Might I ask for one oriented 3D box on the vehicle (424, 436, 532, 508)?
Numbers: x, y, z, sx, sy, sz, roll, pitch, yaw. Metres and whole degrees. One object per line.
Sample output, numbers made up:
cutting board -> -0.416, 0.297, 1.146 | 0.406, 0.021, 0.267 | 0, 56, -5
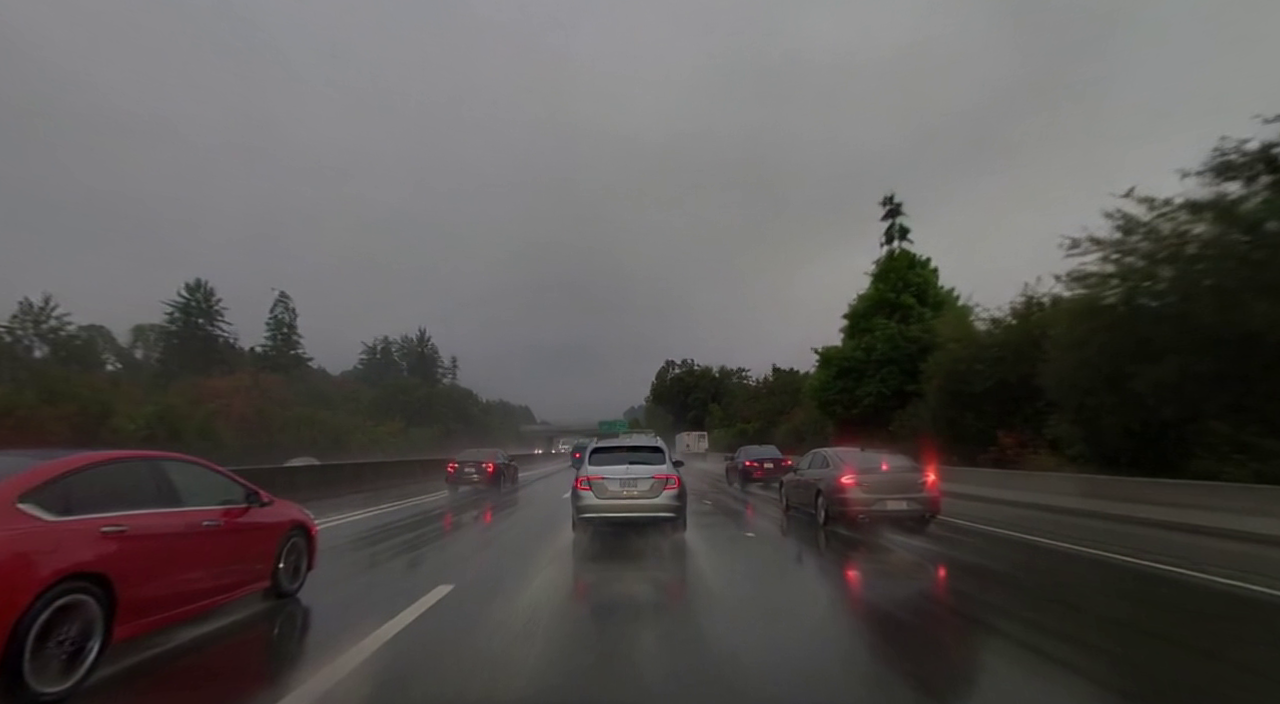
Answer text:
vehicle -> -4.261, 3.213, 17.254 | 1.890, 1.708, 3.844 | 0, -9, 1

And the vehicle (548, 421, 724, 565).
vehicle -> -0.104, 1.978, 9.489 | 2.093, 1.695, 3.782 | 0, -9, -2

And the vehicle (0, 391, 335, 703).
vehicle -> -4.515, 1.271, 4.785 | 2.173, 1.660, 4.373 | 0, -9, 0

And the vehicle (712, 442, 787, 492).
vehicle -> 3.750, 4.014, 22.307 | 1.905, 1.590, 3.746 | 0, -9, -1

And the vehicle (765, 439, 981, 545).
vehicle -> 3.662, 2.281, 10.982 | 1.953, 1.434, 4.511 | 0, -9, -1
